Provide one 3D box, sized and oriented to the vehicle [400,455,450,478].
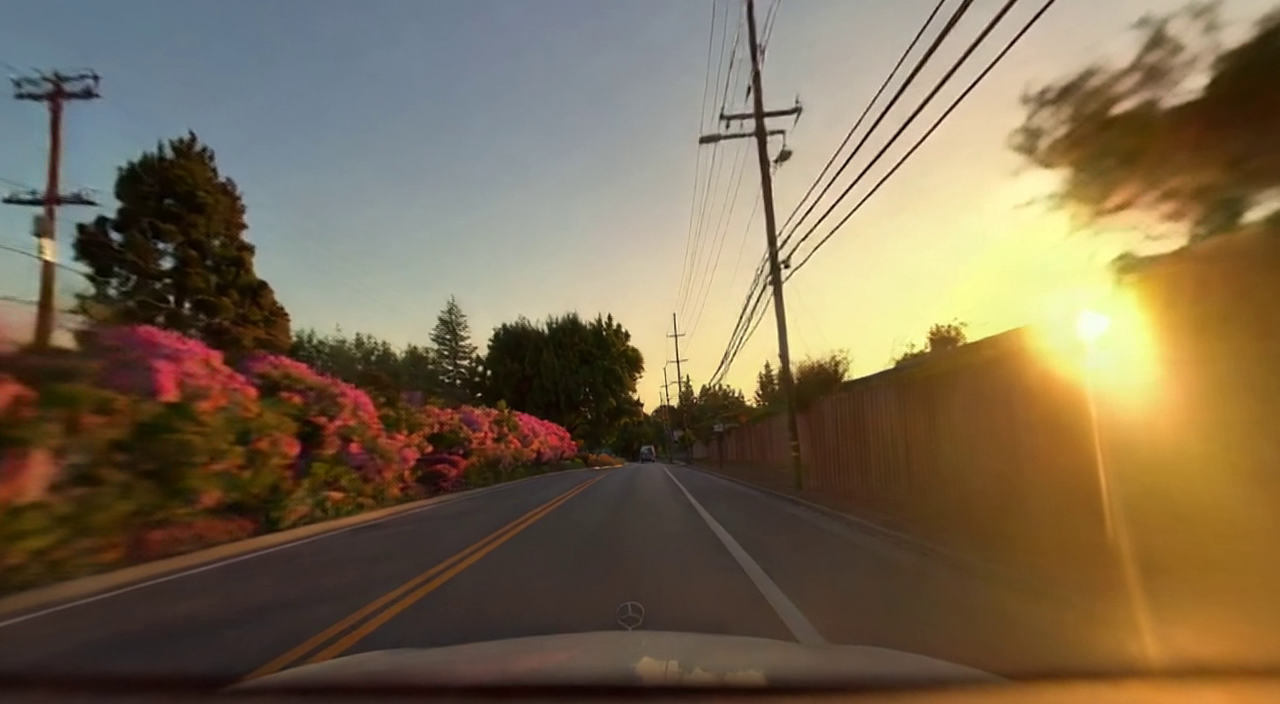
[{"bbox_3d":[-14.968,7.999,44.181,1.839,1.447,4.585,-1,-8,1],"label":"vehicle"}]
